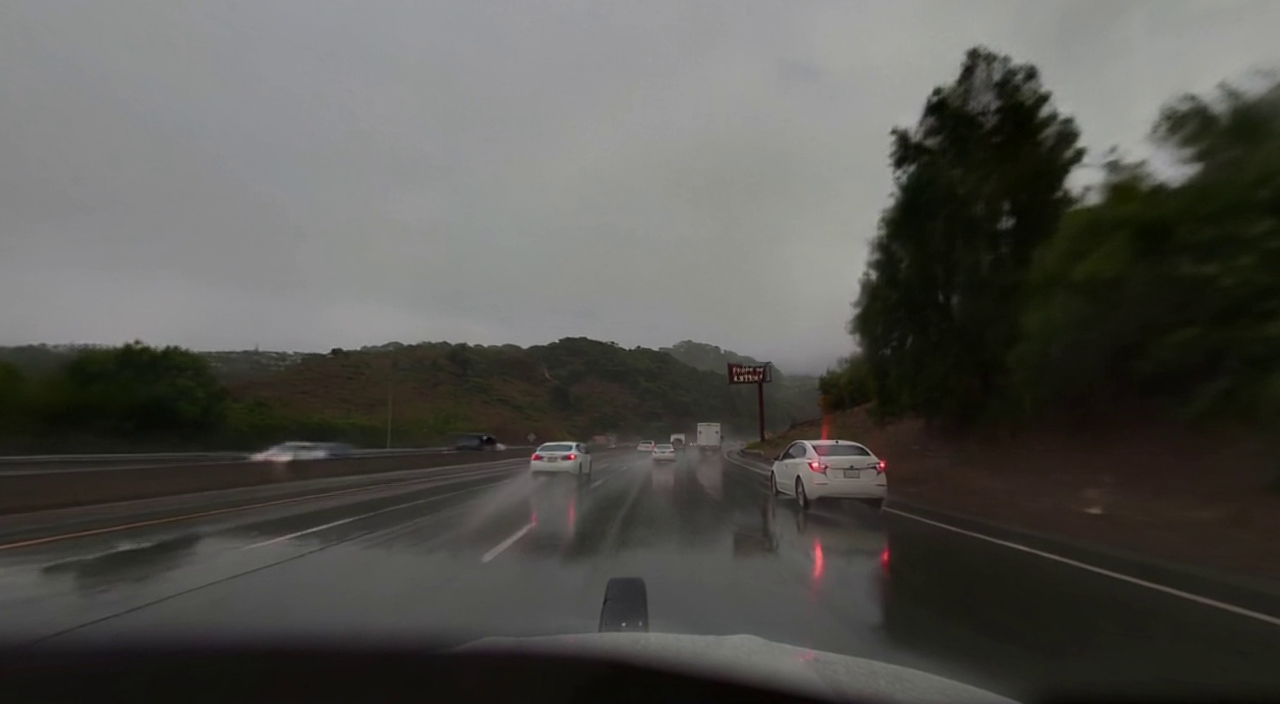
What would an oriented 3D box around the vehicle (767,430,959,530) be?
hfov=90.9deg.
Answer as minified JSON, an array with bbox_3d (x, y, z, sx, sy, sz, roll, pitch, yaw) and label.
[{"bbox_3d":[3.837,2.273,11.828,2.013,1.464,4.317,1,-8,0],"label":"vehicle"}]

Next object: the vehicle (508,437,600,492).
[{"bbox_3d":[-2.520,3.464,19.797,2.031,1.491,4.792,-1,-8,3],"label":"vehicle"}]

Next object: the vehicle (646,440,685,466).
[{"bbox_3d":[1.560,6.075,38.098,2.202,1.467,3.929,-1,-8,3],"label":"vehicle"}]

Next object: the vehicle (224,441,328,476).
[{"bbox_3d":[-19.078,5.603,33.420,2.094,1.696,5.276,-1,-8,4],"label":"vehicle"}]
